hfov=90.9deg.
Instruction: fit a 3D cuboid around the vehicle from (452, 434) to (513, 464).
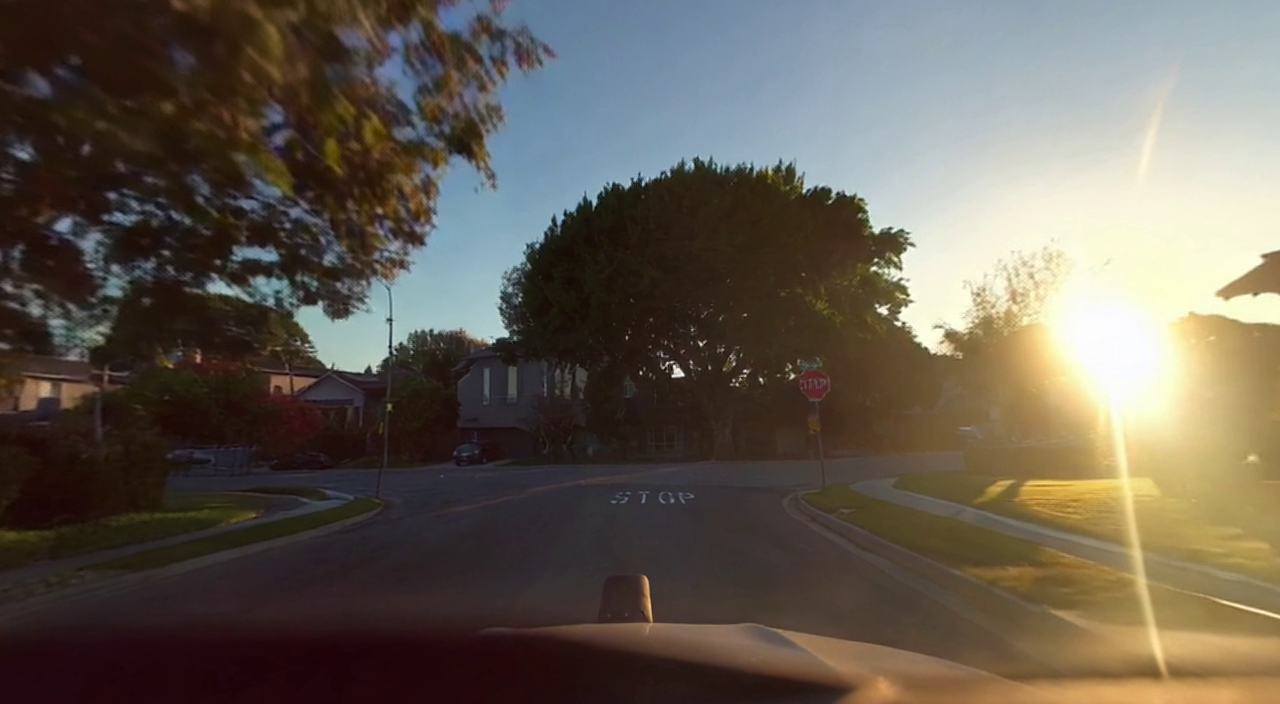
[{"bbox_3d":[-9.764,6.029,39.384,1.883,1.732,4.038,-2,-8,16],"label":"vehicle"}]
